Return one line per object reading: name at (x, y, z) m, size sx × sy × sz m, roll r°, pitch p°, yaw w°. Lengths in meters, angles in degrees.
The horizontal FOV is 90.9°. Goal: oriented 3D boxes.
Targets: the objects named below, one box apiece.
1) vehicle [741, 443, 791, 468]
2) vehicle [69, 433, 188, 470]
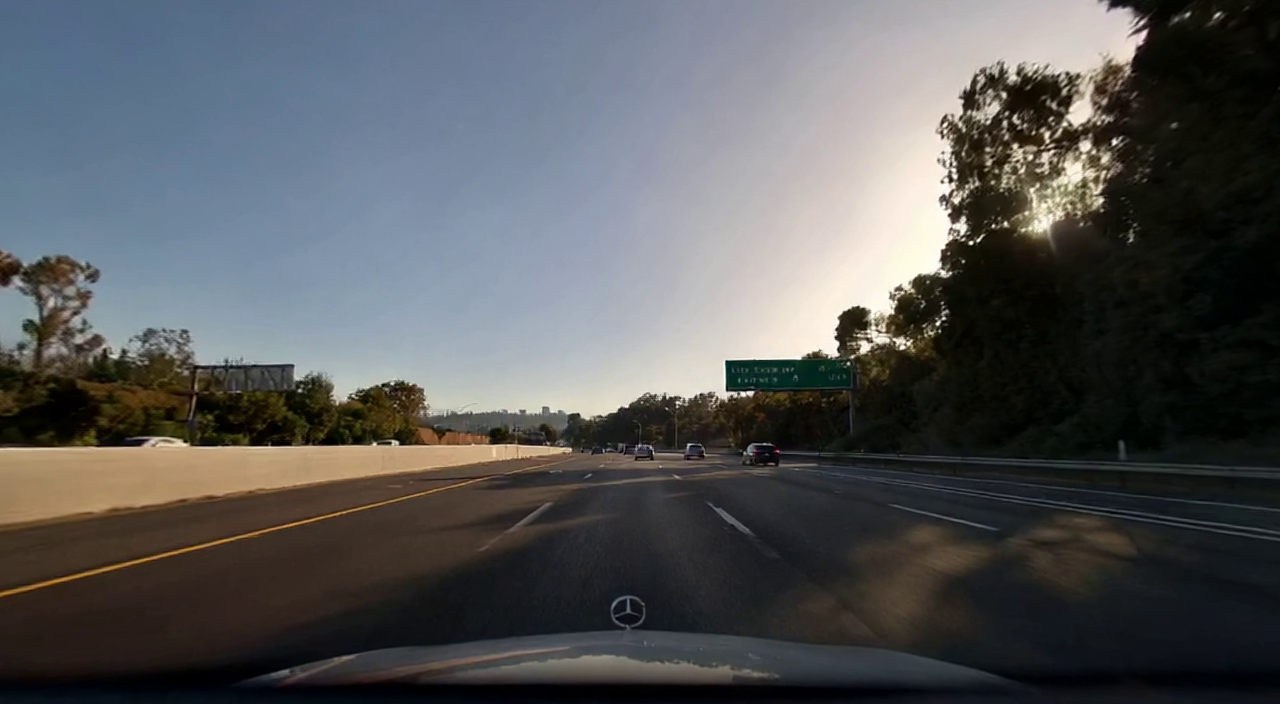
vehicle at (7.971, 6.590, 40.335) m, size 2.031 × 1.524 × 4.657 m, roll 0°, pitch -8°, yaw -3°
vehicle at (-25.509, 4.996, 31.704) m, size 2.145 × 1.695 × 4.572 m, roll 0°, pitch -8°, yaw -1°
